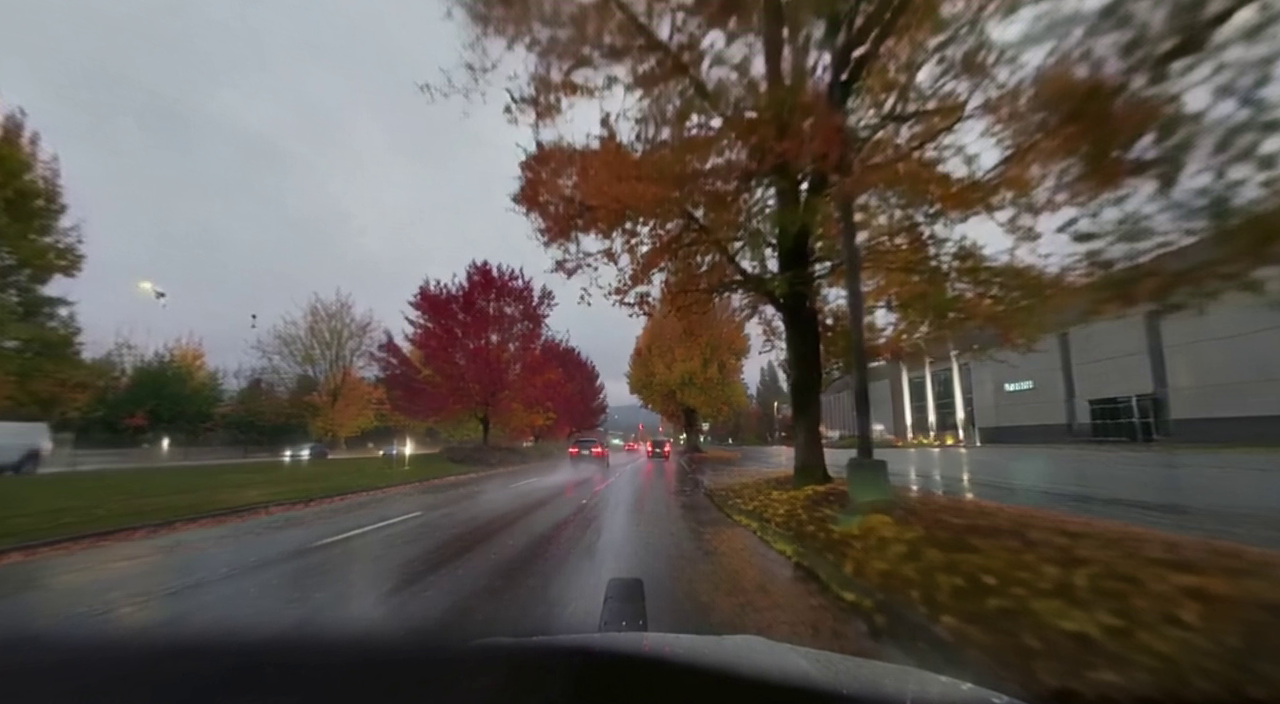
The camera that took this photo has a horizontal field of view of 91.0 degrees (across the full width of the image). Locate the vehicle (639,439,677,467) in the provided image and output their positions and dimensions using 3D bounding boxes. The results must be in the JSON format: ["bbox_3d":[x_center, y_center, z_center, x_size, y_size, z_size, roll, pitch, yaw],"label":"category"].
[{"bbox_3d":[1.011,5.631,35.343,2.040,1.493,3.682,0,-8,1],"label":"vehicle"}]

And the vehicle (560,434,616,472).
[{"bbox_3d":[-2.404,4.834,30.335,2.197,1.709,4.069,0,-8,2],"label":"vehicle"}]
